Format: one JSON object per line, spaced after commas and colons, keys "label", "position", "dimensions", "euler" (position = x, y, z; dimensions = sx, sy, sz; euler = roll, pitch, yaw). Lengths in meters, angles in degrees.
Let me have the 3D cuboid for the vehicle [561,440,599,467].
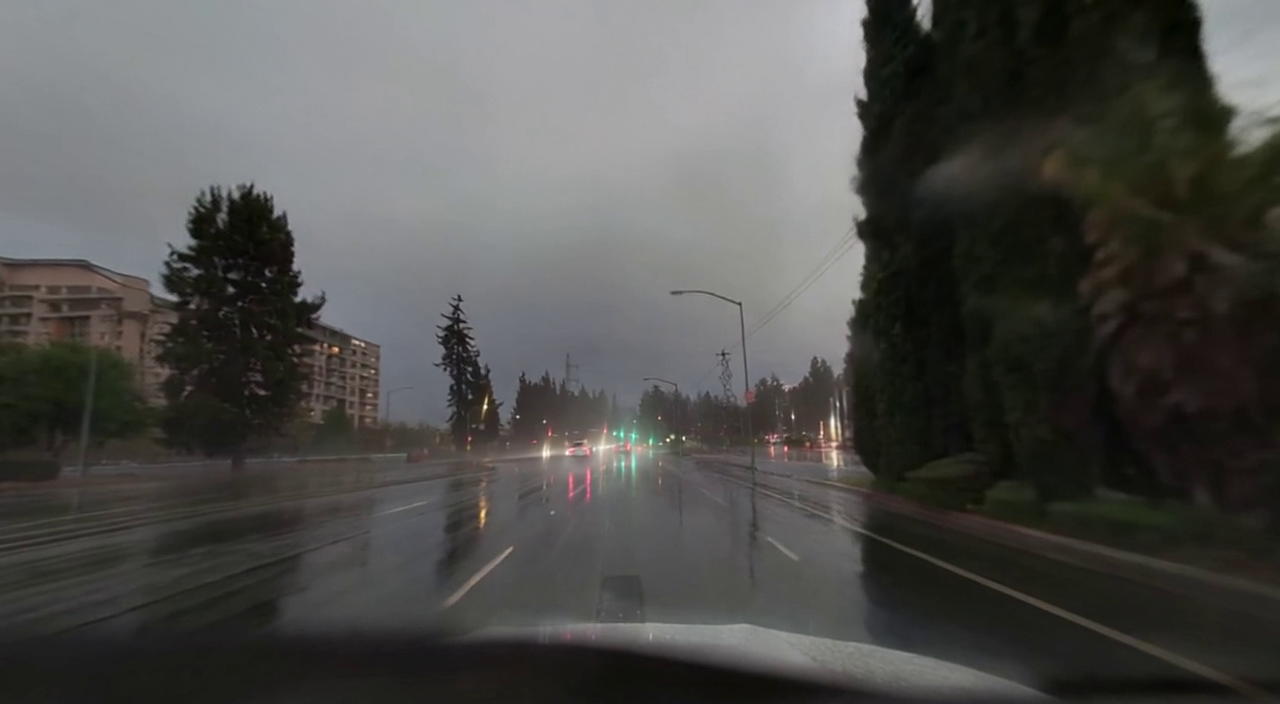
{"label": "vehicle", "position": [-3.858, 6.577, 41.128], "dimensions": [2.121, 1.654, 3.993], "euler": [0, -8, -1]}
